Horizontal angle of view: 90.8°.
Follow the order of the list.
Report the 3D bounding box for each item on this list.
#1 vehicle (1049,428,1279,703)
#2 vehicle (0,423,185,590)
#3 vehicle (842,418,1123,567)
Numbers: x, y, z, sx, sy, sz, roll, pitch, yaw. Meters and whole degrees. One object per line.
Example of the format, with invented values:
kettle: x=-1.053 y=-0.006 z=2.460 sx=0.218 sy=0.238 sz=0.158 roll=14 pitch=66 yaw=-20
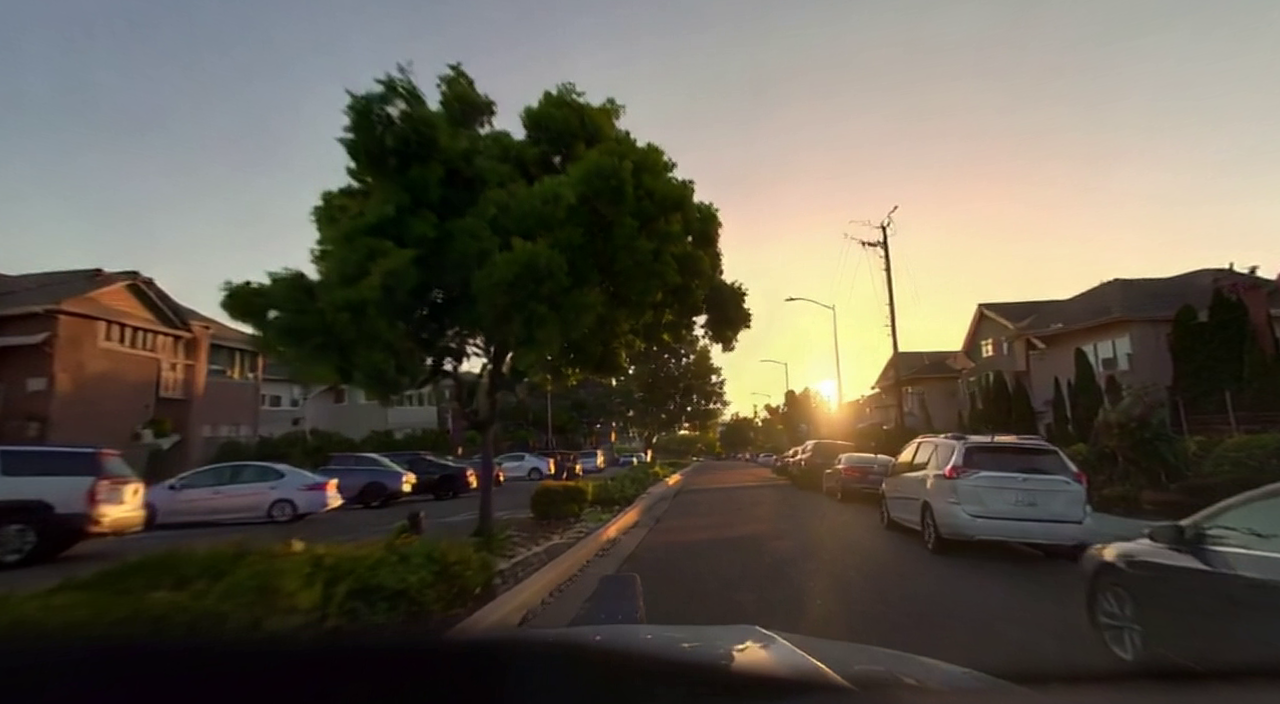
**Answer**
vehicle: x=3.954 y=1.060 z=2.750 sx=2.001 sy=1.461 sz=4.492 roll=-2 pitch=-8 yaw=10
vehicle: x=-8.488 y=1.788 z=7.636 sx=4.273 sy=1.772 sz=1.995 roll=1 pitch=-8 yaw=-9
vehicle: x=4.611 y=1.928 z=9.463 sx=2.016 sy=1.670 sz=4.372 roll=-1 pitch=-8 yaw=5
